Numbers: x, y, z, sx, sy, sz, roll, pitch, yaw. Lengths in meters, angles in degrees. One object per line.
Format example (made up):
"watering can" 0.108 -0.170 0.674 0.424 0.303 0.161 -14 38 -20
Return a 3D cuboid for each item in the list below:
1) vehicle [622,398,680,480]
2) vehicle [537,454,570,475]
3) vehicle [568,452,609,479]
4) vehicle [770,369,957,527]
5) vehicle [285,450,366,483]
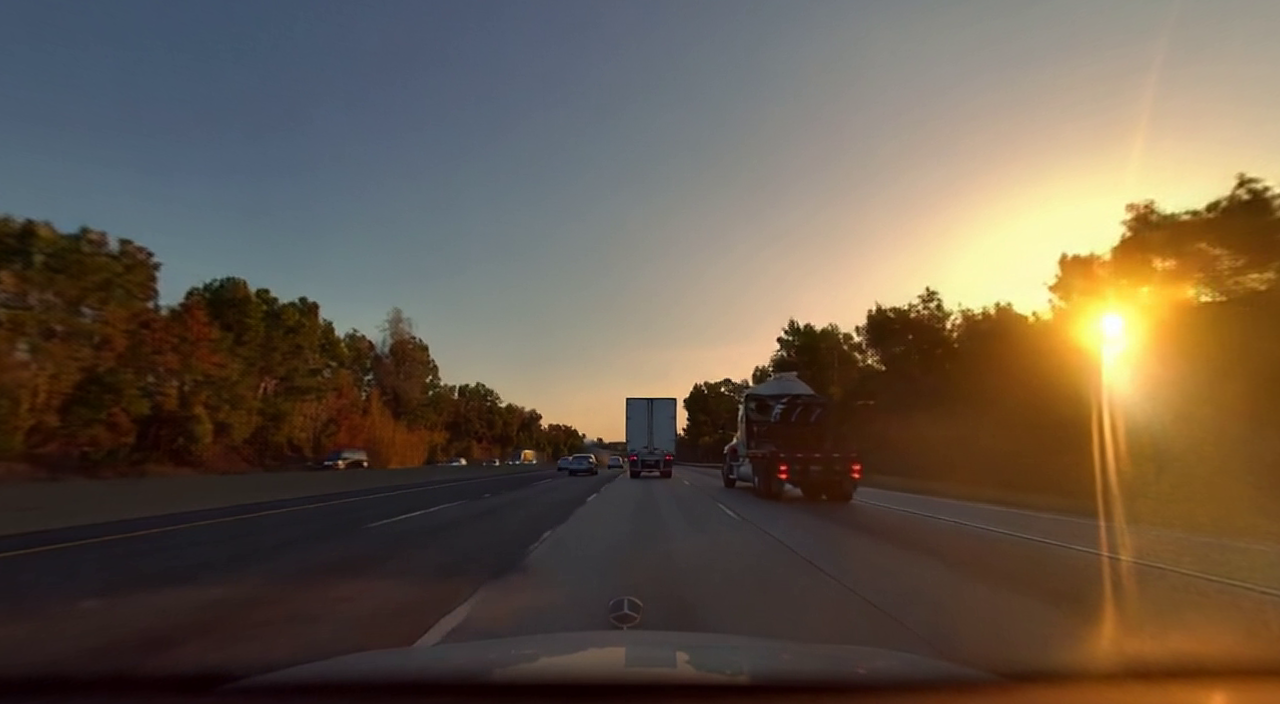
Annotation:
"vehicle" 0.531 5.289 37.501 2.875 4.056 12.312 0 -9 0
"vehicle" -6.753 8.819 49.588 1.926 1.482 3.959 0 -9 1
"vehicle" -3.072 6.873 38.433 2.061 1.555 3.900 0 -9 1
"vehicle" 4.545 2.065 13.683 2.565 2.902 3.798 0 -9 0
"vehicle" -18.414 6.682 37.200 2.150 1.800 4.867 0 -9 2
